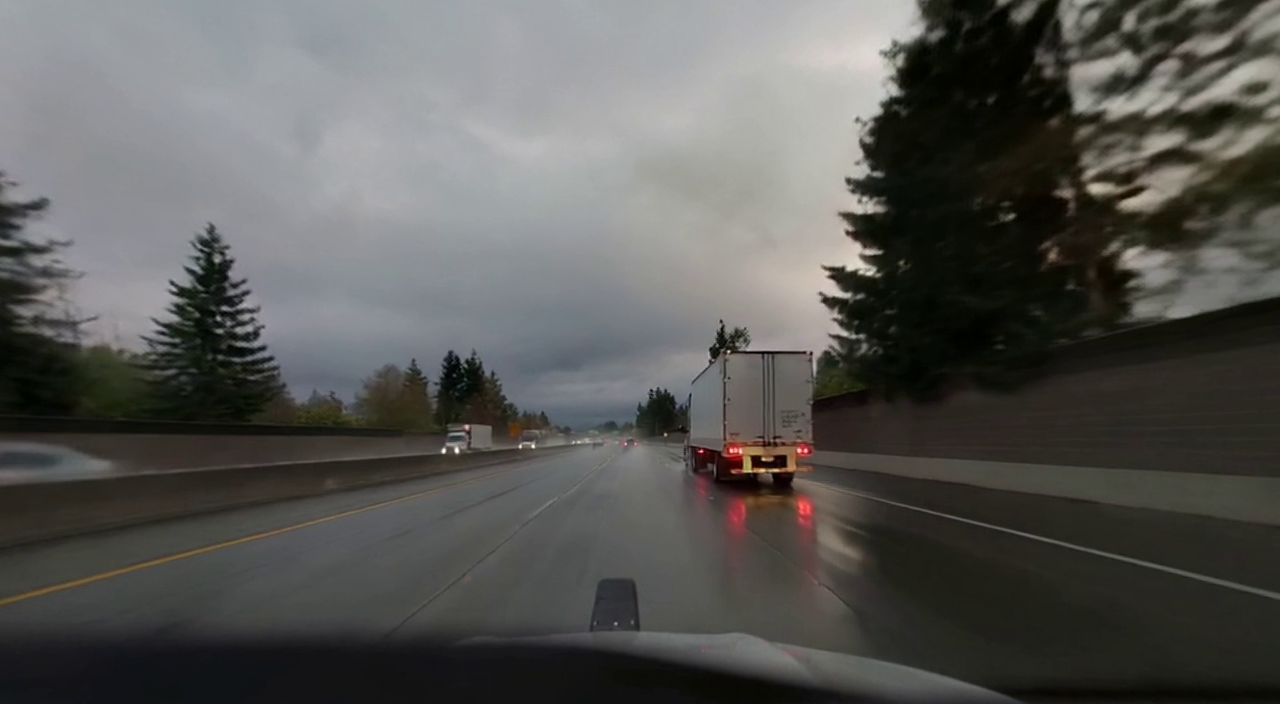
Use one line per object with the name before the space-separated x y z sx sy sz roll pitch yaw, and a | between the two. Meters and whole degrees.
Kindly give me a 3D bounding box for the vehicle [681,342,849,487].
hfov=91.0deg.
vehicle | 4.091 2.790 25.486 3.489 4.211 14.193 0 -8 -2
